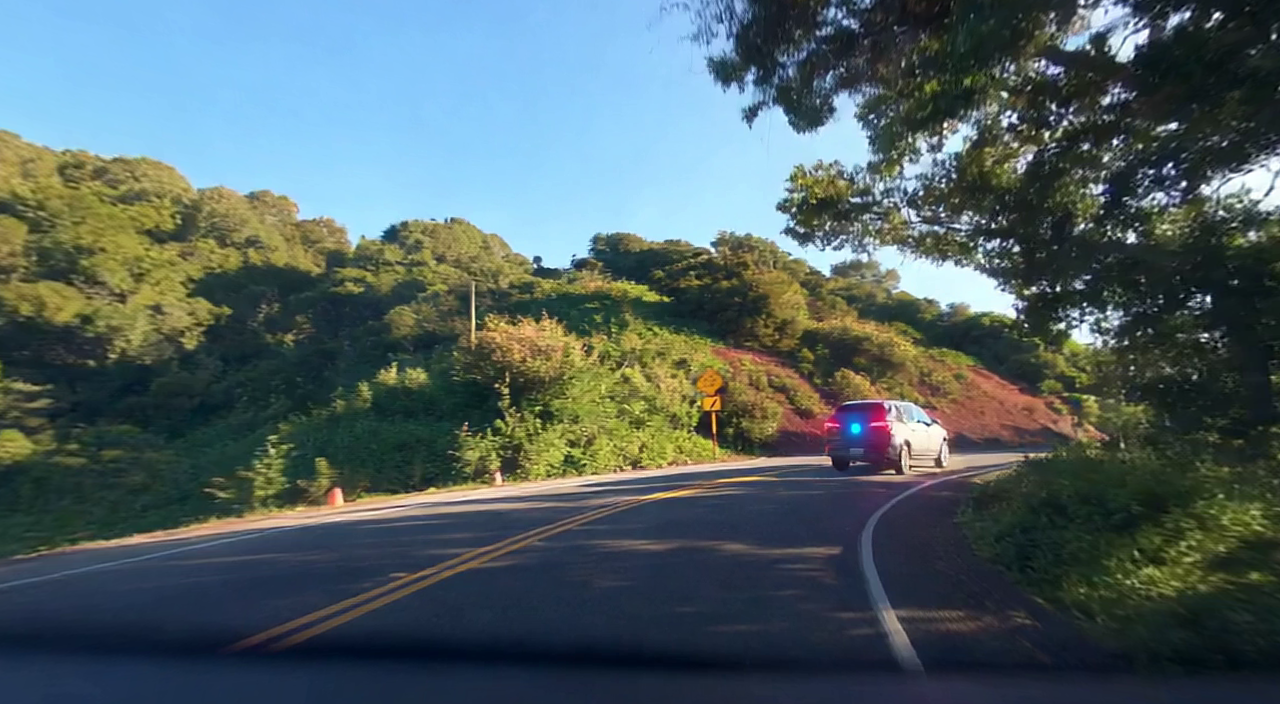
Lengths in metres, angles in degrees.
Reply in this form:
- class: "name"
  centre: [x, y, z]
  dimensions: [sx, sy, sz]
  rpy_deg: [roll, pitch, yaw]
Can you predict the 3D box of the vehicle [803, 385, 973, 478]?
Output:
- class: "vehicle"
  centre: [6.633, 2.121, 16.407]
  dimensions: [2.500, 1.961, 5.637]
  rpy_deg: [-7, -11, 38]
